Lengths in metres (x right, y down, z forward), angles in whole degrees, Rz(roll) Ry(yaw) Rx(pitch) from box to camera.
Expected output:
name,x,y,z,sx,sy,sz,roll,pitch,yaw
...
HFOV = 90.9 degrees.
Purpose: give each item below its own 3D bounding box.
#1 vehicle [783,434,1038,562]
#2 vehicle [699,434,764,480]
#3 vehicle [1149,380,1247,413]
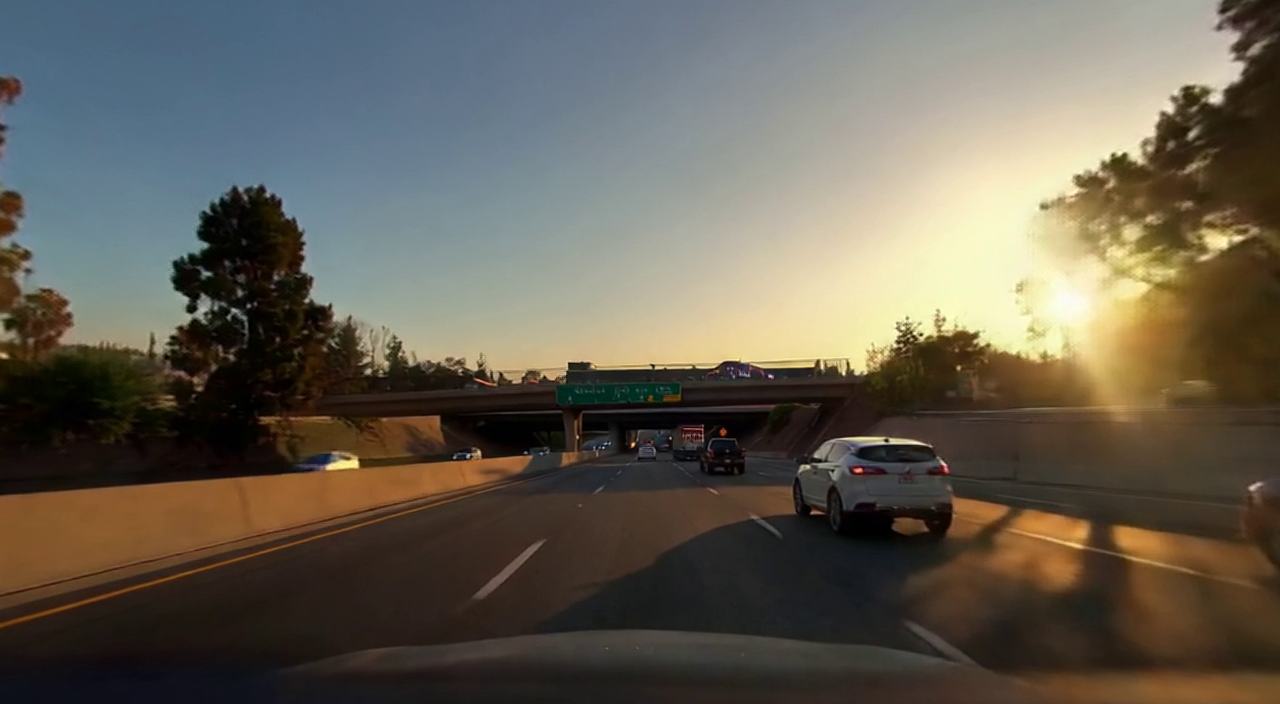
name,x,y,z,sx,sy,sz,roll,pitch,yaw
vehicle,3.694,2.046,9.687,1.902,1.481,4.451,0,-8,-1
vehicle,3.963,4.617,28.075,2.086,1.858,4.737,0,-8,-1
vehicle,35.422,2.905,40.213,2.024,1.757,4.696,0,-8,2
